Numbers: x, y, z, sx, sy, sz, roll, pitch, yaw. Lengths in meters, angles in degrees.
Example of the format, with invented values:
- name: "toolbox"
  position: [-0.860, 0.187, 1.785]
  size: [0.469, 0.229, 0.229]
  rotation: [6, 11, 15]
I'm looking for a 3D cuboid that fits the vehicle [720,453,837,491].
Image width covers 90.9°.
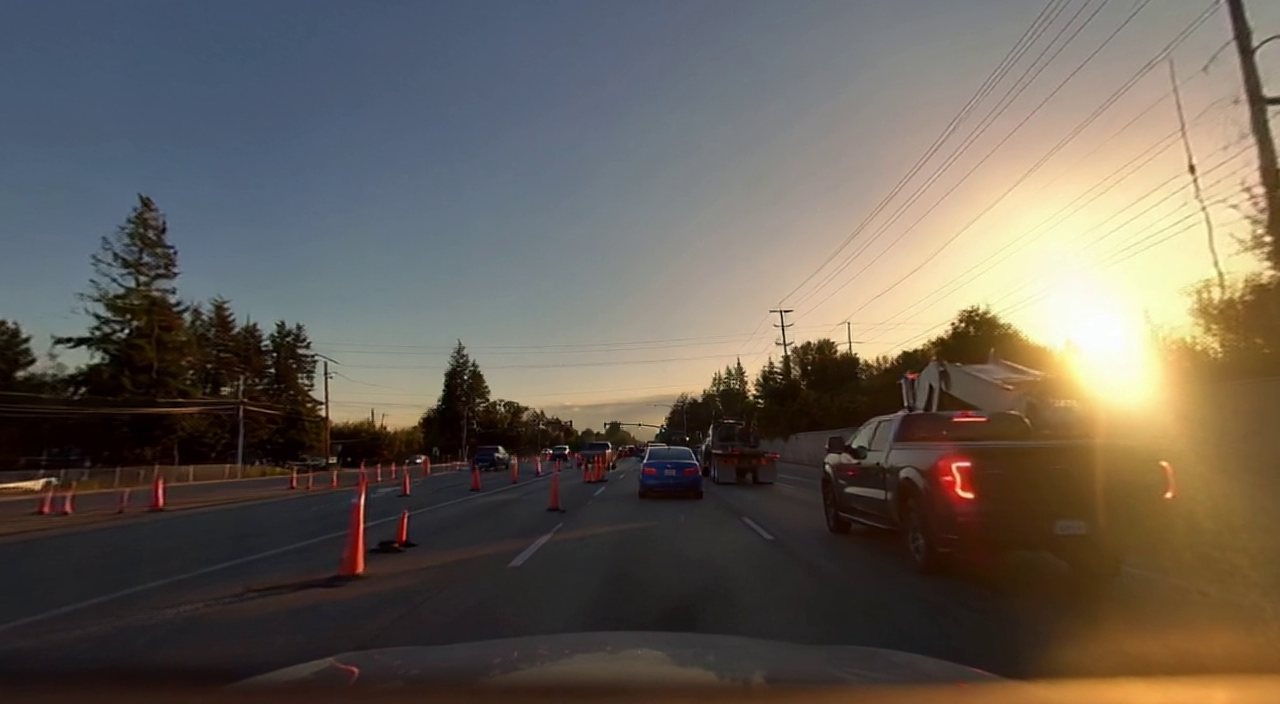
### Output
- name: "vehicle"
  position: [5.030, 4.569, 24.536]
  size: [2.554, 1.217, 7.611]
  rotation: [0, -9, -2]

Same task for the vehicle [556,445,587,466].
- name: "vehicle"
  position: [-5.284, 8.095, 49.352]
  size: [1.999, 1.538, 4.325]
  rotation: [0, -9, -1]

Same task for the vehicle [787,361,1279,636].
- name: "vehicle"
  position: [3.854, 1.524, 7.806]
  size: [2.555, 2.017, 6.201]
  rotation: [0, -9, 0]

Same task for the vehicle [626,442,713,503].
- name: "vehicle"
  position: [0.742, 3.248, 17.485]
  size: [2.128, 1.473, 4.272]
  rotation: [0, -8, 1]

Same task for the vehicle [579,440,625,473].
- name: "vehicle"
  position: [-2.103, 5.944, 35.992]
  size: [1.989, 1.729, 4.184]
  rotation: [-1, -9, 5]

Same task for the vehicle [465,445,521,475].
- name: "vehicle"
  position: [-7.909, 5.843, 34.494]
  size: [2.018, 1.490, 4.926]
  rotation: [0, -8, -2]

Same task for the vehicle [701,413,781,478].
- name: "vehicle"
  position: [4.861, 4.658, 31.577]
  size: [2.953, 2.907, 6.339]
  rotation: [0, -8, 0]
